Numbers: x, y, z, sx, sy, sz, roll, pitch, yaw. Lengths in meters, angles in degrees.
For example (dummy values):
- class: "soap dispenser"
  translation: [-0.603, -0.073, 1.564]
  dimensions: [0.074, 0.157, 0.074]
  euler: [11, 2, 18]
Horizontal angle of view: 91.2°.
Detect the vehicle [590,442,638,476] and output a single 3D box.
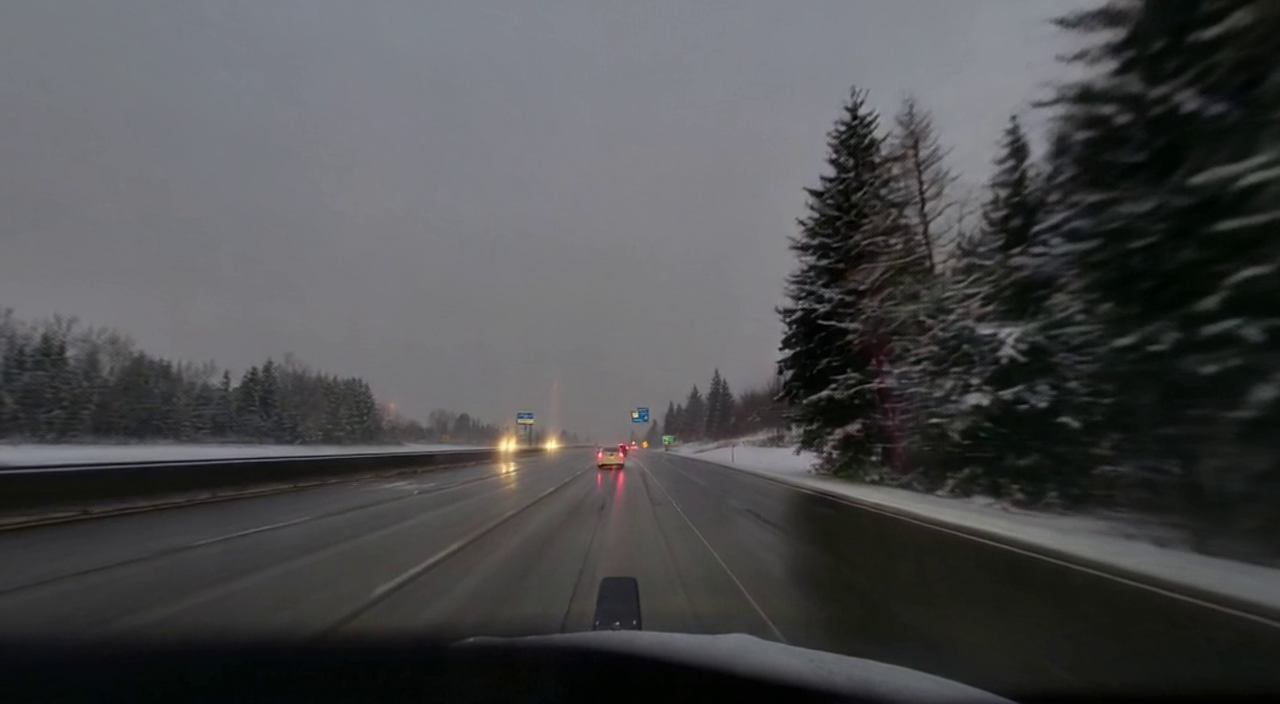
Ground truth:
- class: "vehicle"
  translation: [-1.211, 5.194, 30.612]
  dimensions: [2.055, 1.509, 4.255]
  euler: [-1, -9, 1]
